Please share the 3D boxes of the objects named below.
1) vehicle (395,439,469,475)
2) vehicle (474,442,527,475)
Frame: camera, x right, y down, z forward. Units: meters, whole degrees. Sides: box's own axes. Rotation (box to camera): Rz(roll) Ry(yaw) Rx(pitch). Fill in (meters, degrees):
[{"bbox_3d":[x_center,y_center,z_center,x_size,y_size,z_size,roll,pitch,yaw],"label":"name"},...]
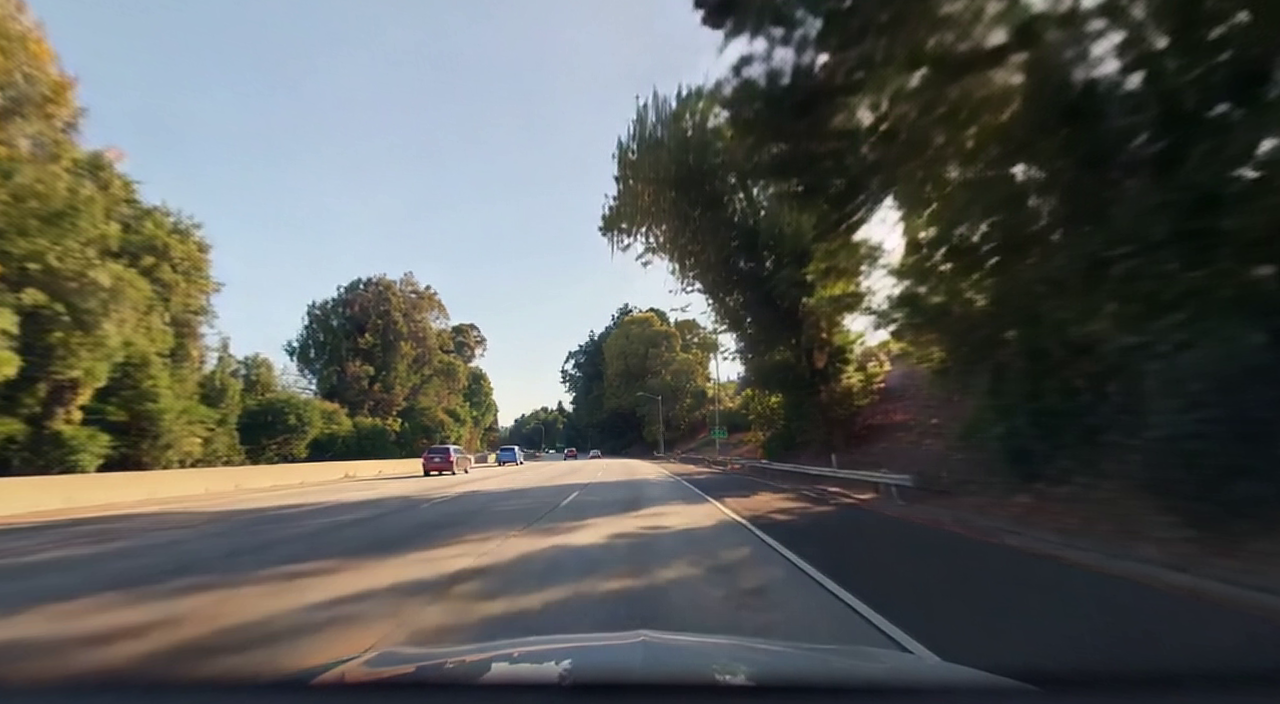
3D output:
[{"bbox_3d":[-11.860,6.034,36.430,2.425,1.926,5.584,0,-9,-1],"label":"vehicle"},{"bbox_3d":[-7.689,5.921,35.146,2.060,1.680,4.255,0,-9,-1],"label":"vehicle"}]
